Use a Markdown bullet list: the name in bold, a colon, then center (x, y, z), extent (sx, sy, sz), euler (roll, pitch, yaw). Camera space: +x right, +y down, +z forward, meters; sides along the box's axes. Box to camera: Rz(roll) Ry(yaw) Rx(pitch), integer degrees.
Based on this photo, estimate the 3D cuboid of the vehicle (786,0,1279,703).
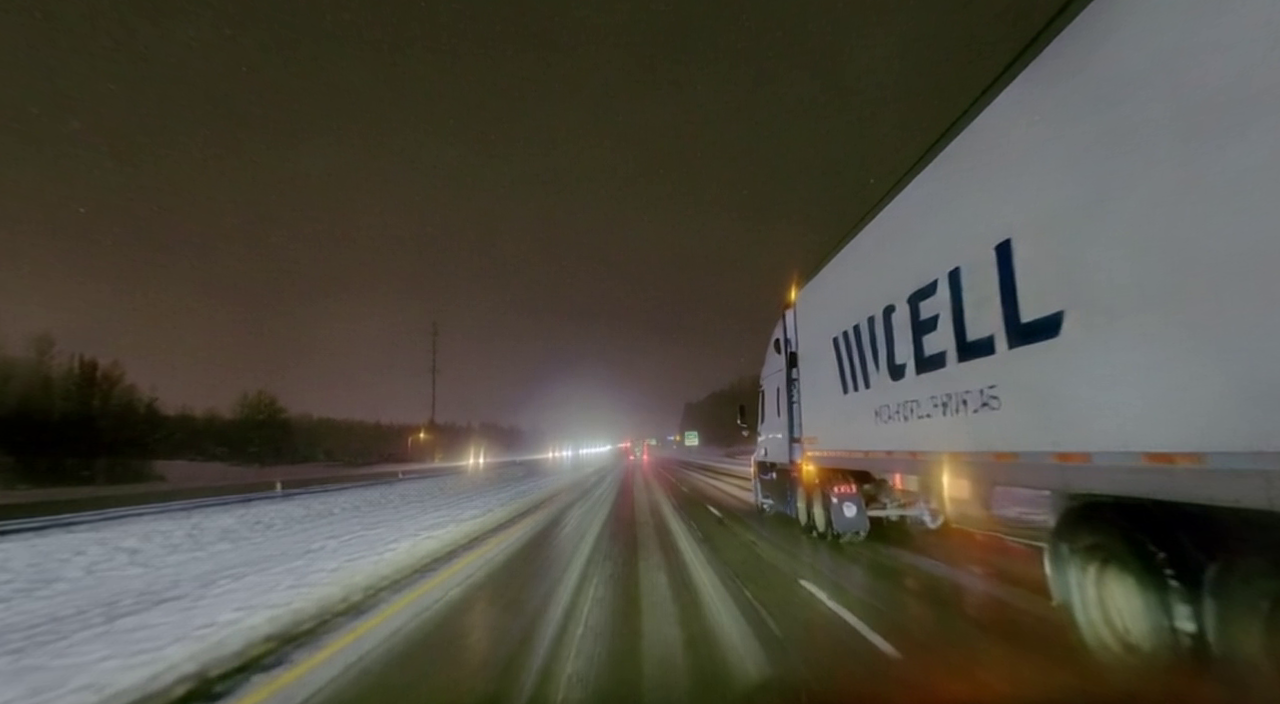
- **vehicle**: center (4.024, 0.232, 5.143), extent (3.027, 3.989, 10.585), euler (0, -9, 0)
